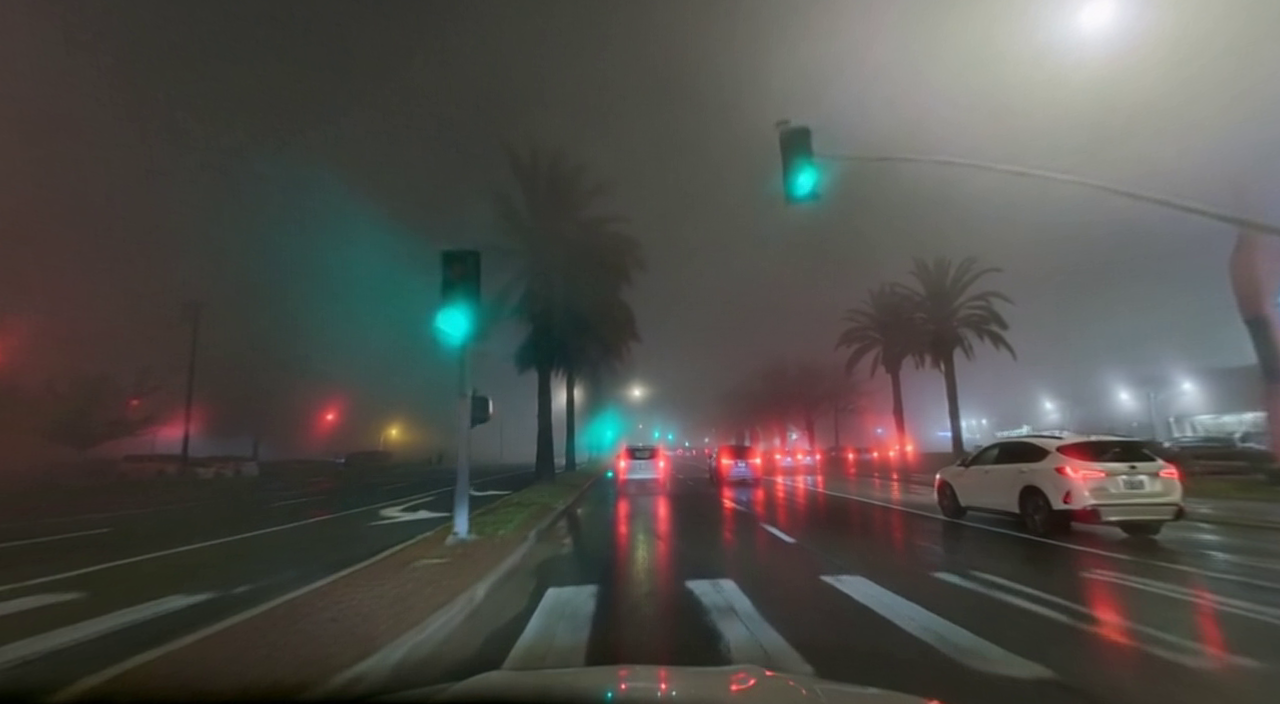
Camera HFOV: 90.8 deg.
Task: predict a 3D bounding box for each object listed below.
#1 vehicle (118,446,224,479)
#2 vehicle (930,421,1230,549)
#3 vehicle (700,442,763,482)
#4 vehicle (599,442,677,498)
[{"bbox_3d":[-30.917,7.320,41.752,5.230,1.986,2.250,-1,-11,3],"label":"vehicle"},{"bbox_3d":[6.801,2.066,10.477,1.940,1.674,4.085,0,-8,-1],"label":"vehicle"},{"bbox_3d":[3.737,4.574,26.553,1.892,1.532,4.177,0,-8,-2],"label":"vehicle"},{"bbox_3d":[-0.069,3.502,19.123,2.110,1.487,3.873,0,-8,0],"label":"vehicle"}]
